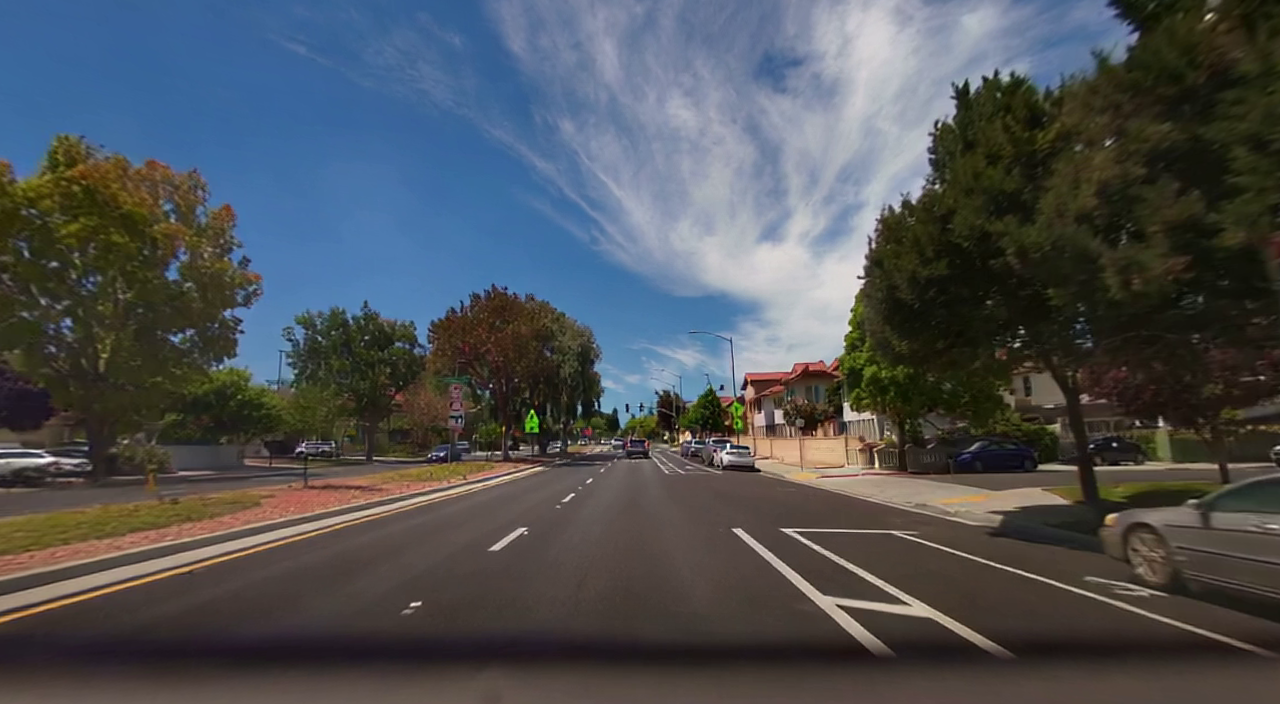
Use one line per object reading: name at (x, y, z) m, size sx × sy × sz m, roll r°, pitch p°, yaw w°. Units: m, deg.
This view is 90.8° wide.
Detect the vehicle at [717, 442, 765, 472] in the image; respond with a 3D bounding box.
vehicle at (5.649, 5.925, 35.809) m, size 1.940 × 1.584 × 4.553 m, roll 0°, pitch -9°, yaw 0°

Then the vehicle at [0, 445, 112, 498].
vehicle at (-25.897, 5.019, 26.933) m, size 2.035 × 2.025 × 5.495 m, roll -1°, pitch -9°, yaw -1°

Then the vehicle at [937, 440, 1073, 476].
vehicle at (15.612, 4.560, 27.186) m, size 4.565 × 1.463 × 2.084 m, roll 0°, pitch -9°, yaw -2°

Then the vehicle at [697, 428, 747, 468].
vehicle at (5.365, 6.429, 42.313) m, size 2.324 × 2.468 × 6.422 m, roll 1°, pitch -9°, yaw -1°

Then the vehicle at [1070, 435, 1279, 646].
vehicle at (5.448, 1.298, 4.251) m, size 1.963 × 1.452 × 4.561 m, roll 0°, pitch -9°, yaw 1°
